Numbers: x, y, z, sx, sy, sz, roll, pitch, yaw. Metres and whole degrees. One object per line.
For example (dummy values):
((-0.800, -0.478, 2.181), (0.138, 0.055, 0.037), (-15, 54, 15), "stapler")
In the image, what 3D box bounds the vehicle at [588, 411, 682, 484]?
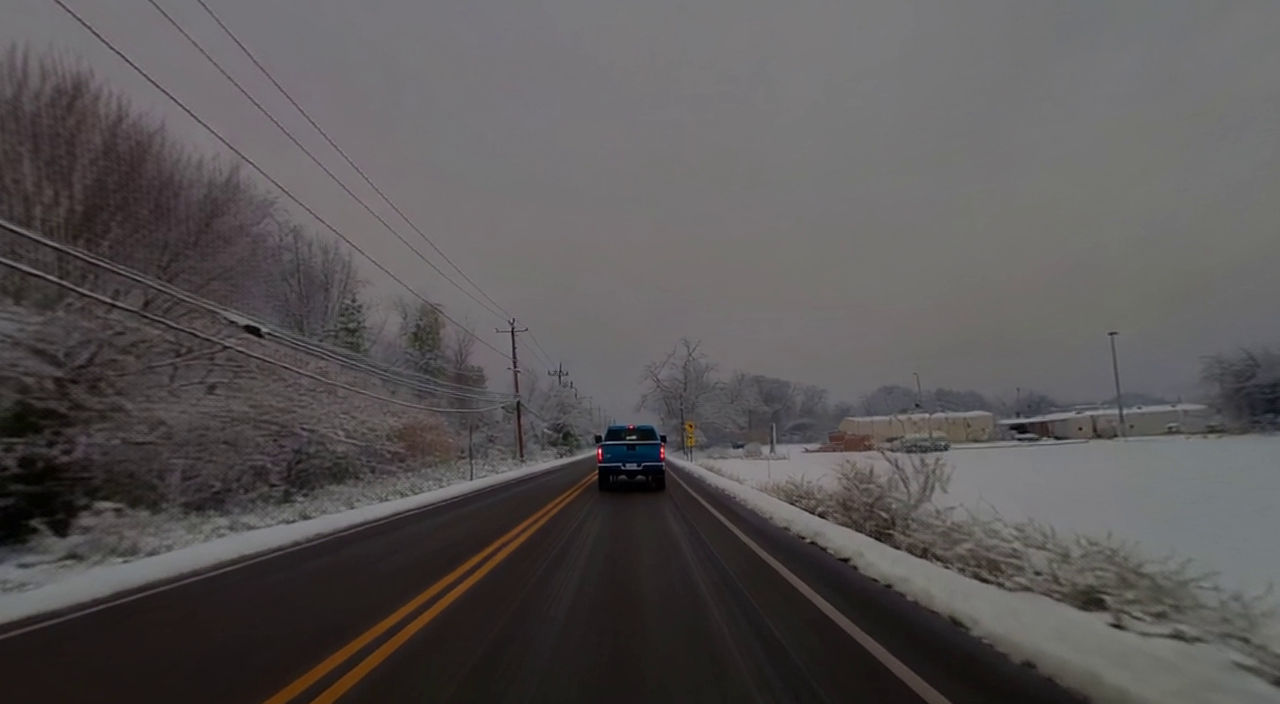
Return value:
((-0.259, 3.599, 23.980), (3.021, 2.326, 7.410), (0, -8, -1), "vehicle")
